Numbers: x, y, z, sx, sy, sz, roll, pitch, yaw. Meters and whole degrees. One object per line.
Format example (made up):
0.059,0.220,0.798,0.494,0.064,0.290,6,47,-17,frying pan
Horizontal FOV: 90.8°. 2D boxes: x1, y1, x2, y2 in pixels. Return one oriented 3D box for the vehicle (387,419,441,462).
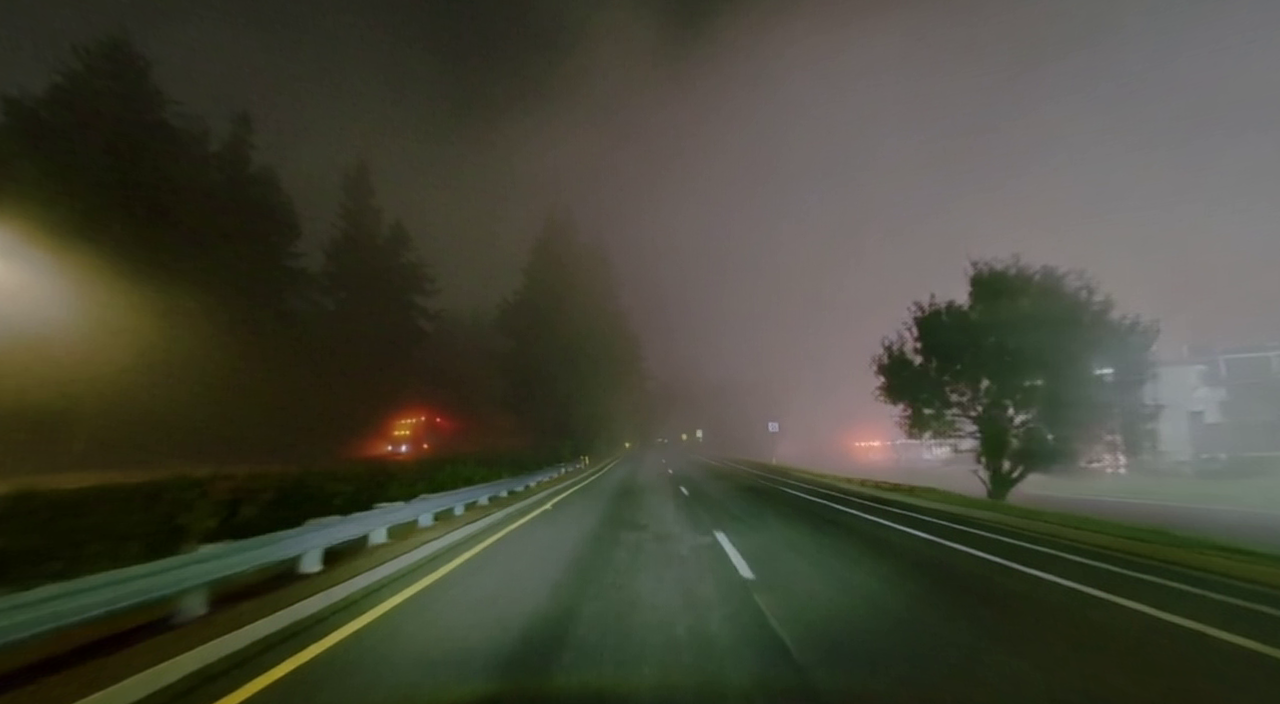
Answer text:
-16.721,6.533,46.927,2.575,2.950,4.003,-1,-7,-1,vehicle
